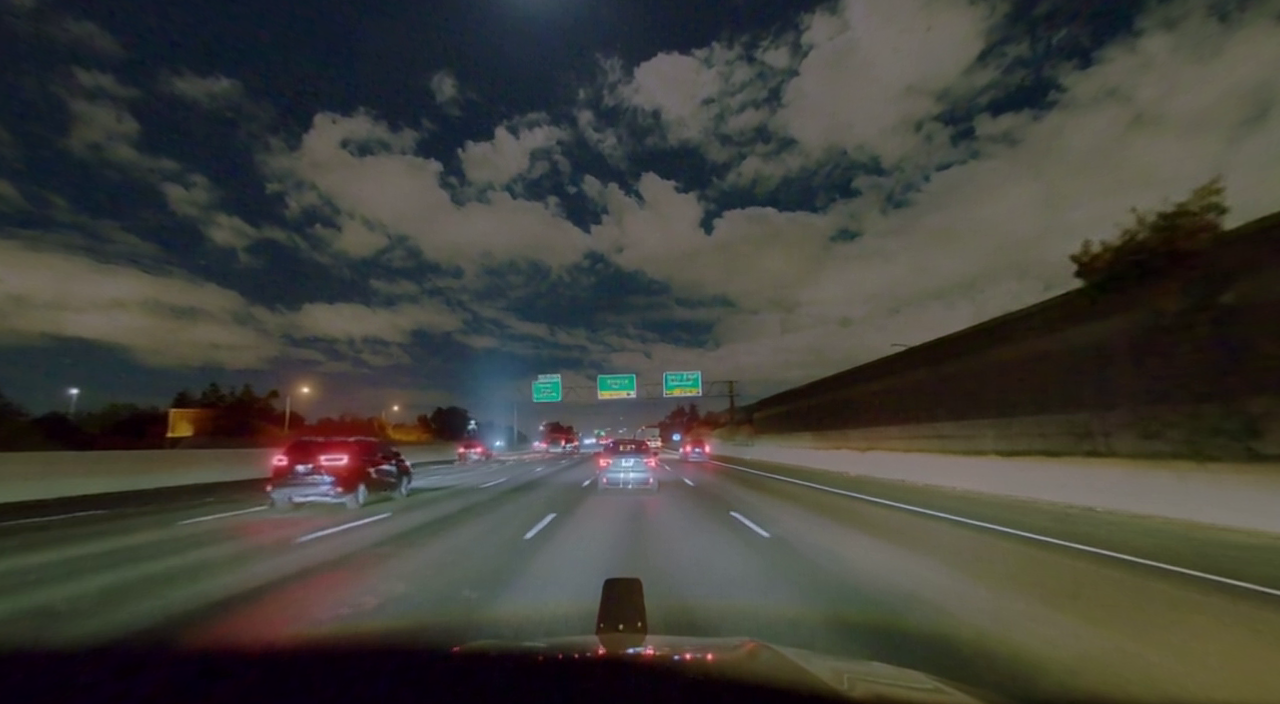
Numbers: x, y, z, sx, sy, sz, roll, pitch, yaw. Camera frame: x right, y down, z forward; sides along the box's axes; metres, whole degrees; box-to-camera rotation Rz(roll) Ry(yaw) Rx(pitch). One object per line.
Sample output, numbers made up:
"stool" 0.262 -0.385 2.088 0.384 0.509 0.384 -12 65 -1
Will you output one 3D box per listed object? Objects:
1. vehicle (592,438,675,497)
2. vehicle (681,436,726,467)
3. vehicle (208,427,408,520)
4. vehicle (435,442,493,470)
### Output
"vehicle" -0.179 3.168 17.724 2.042 1.446 4.269 0 -8 -1
"vehicle" 3.703 5.915 37.671 2.100 1.707 4.342 0 -8 -2
"vehicle" -6.869 2.536 13.706 2.060 1.669 4.242 0 -8 -1
"vehicle" -10.451 6.219 37.923 2.019 1.510 4.992 0 -8 1
